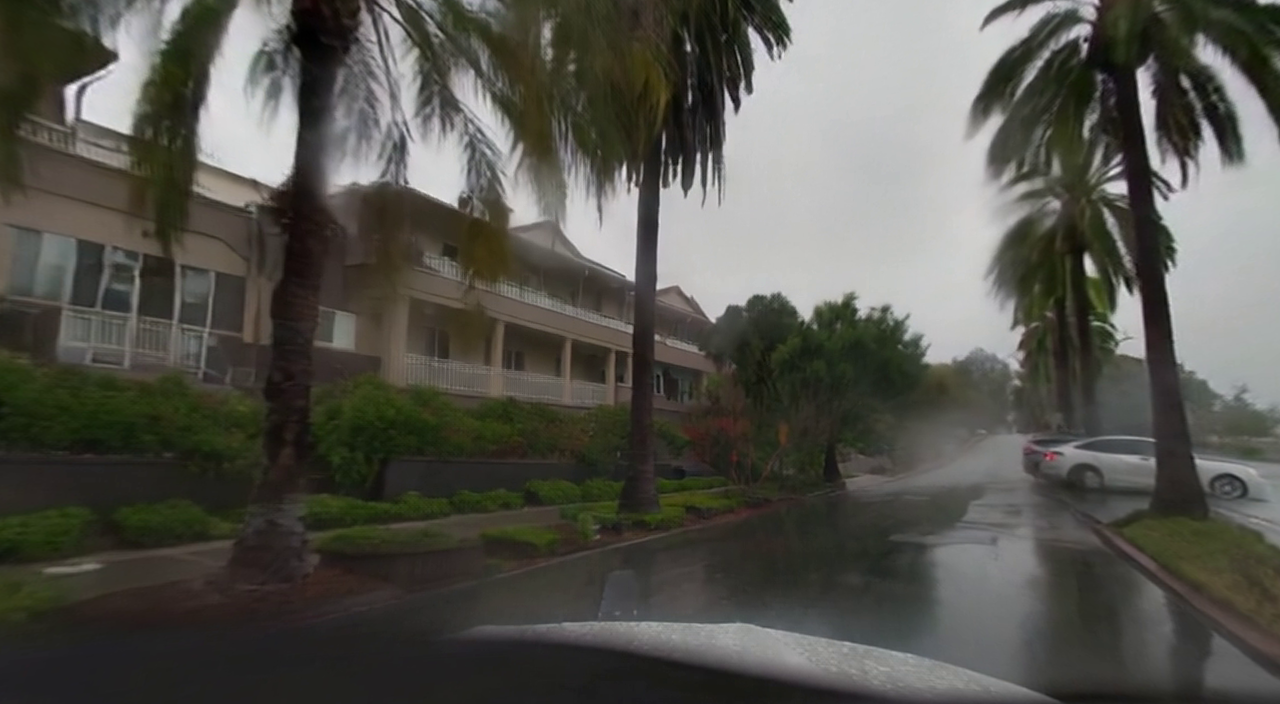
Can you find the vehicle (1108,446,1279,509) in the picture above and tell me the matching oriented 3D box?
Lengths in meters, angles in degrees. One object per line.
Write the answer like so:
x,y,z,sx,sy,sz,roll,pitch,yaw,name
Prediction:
16.116,3.557,18.067,4.195,1.446,1.979,-4,-11,40,vehicle
